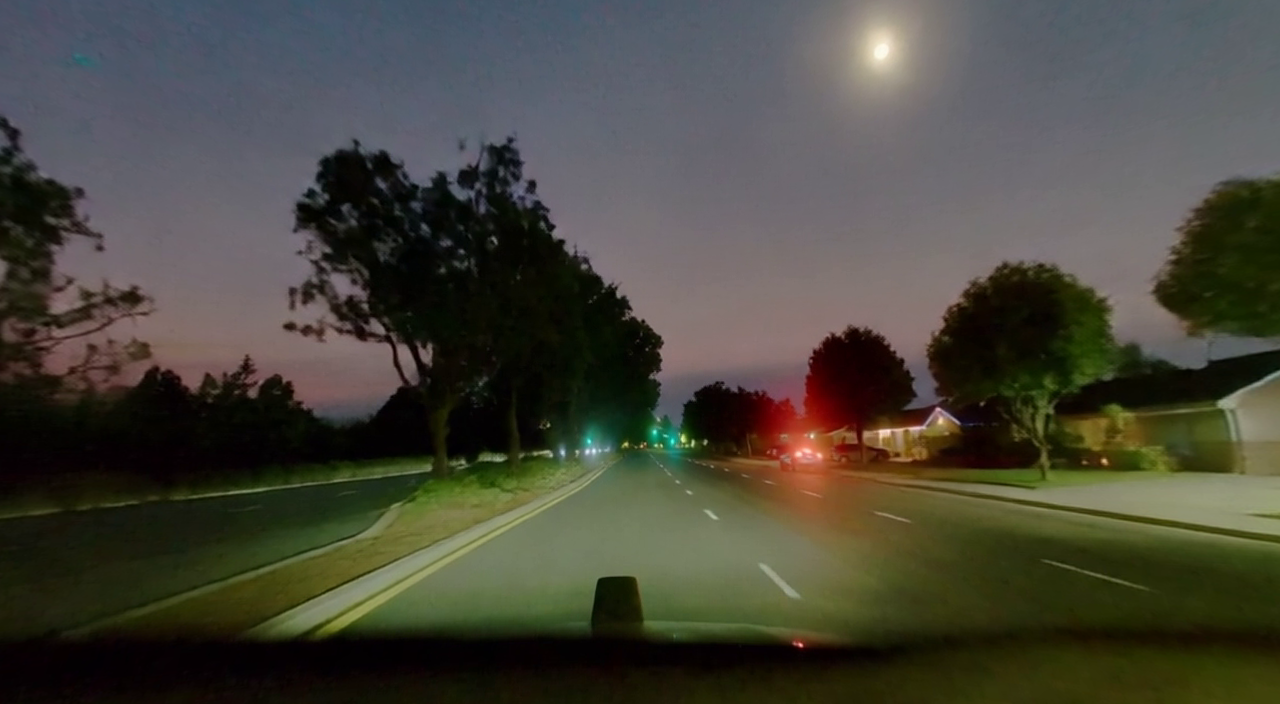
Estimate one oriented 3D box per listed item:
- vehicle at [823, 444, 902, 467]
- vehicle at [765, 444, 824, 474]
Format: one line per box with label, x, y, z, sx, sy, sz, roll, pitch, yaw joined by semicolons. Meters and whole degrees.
vehicle;15.259;7.101;43.287;4.644;1.542;2.095;0;-9;1
vehicle;8.359;5.826;34.491;1.940;1.516;4.319;1;-9;-3
